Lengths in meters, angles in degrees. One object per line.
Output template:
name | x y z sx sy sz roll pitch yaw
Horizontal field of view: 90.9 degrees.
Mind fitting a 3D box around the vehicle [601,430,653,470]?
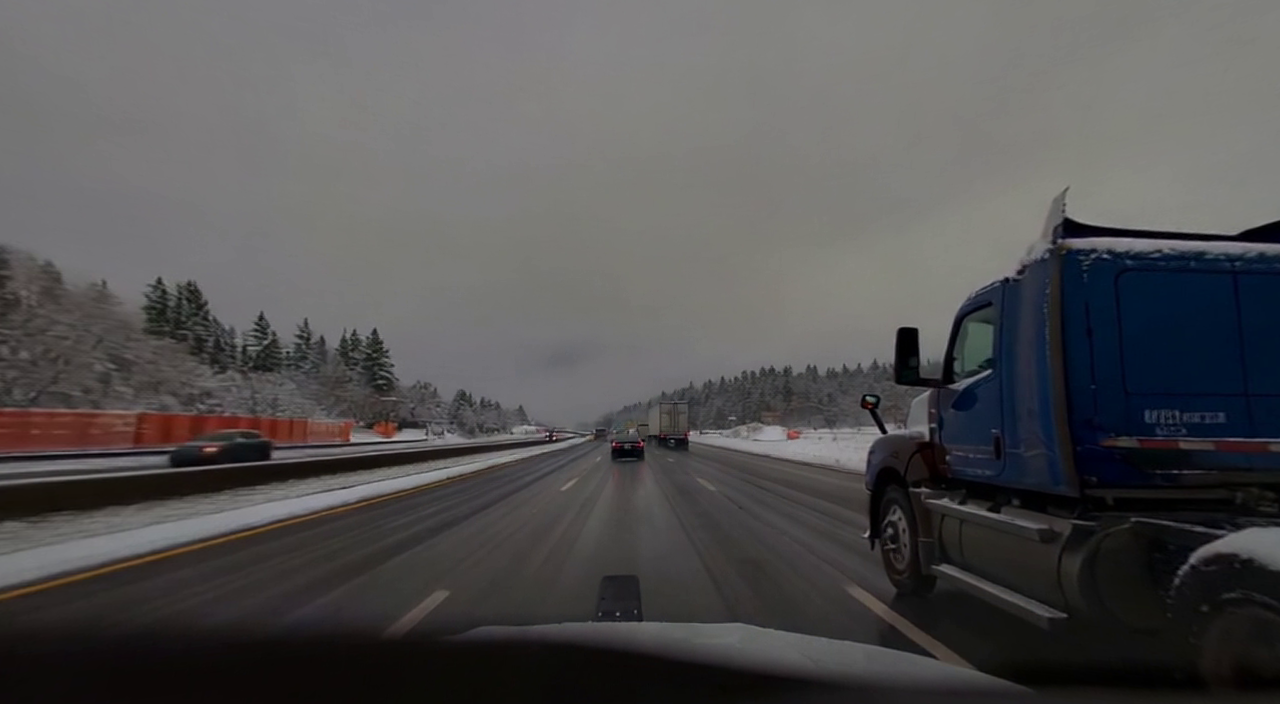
vehicle | -0.504 3.860 25.095 1.929 1.469 3.677 0 -8 -1

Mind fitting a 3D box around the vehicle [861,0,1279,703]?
vehicle | 3.698 -0.283 0.448 2.919 3.634 10.888 0 -8 -1

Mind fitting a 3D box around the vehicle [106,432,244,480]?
vehicle | -15.483 3.449 21.261 1.777 1.458 3.797 0 -8 0

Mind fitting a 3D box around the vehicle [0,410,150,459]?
vehicle | -39.873 5.819 44.351 2.756 3.070 9.918 0 -8 0
